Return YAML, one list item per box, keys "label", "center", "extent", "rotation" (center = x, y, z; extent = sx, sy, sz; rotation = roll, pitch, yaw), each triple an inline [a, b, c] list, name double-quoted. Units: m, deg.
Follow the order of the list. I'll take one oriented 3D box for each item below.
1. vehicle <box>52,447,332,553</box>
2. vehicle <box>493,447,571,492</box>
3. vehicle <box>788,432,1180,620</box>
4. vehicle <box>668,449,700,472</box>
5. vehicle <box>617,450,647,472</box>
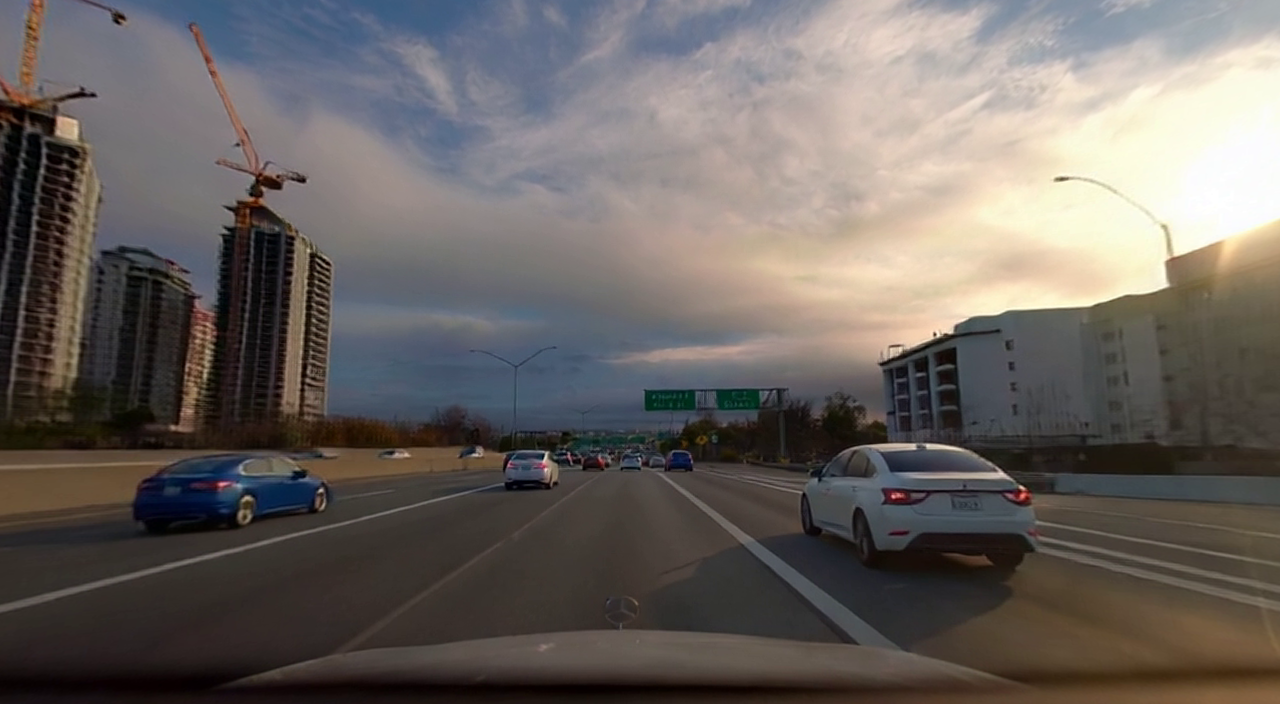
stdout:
- label: "vehicle"
  center: [-7.606, 2.494, 11.413]
  extent: [1.951, 1.528, 4.209]
  rotation: [0, -9, 0]
- label: "vehicle"
  center: [-3.984, 4.402, 24.079]
  extent: [2.136, 1.512, 4.488]
  rotation: [0, -9, 1]
- label: "vehicle"
  center: [3.328, 1.749, 7.416]
  extent: [1.995, 1.486, 4.463]
  rotation: [0, -9, -1]
- label: "vehicle"
  center: [3.263, 8.181, 47.855]
  extent: [1.978, 1.602, 4.092]
  rotation: [0, -9, -2]
- label: "vehicle"
  center: [-0.586, 7.776, 45.118]
  extent: [2.019, 1.472, 3.971]
  rotation: [0, -9, -1]
